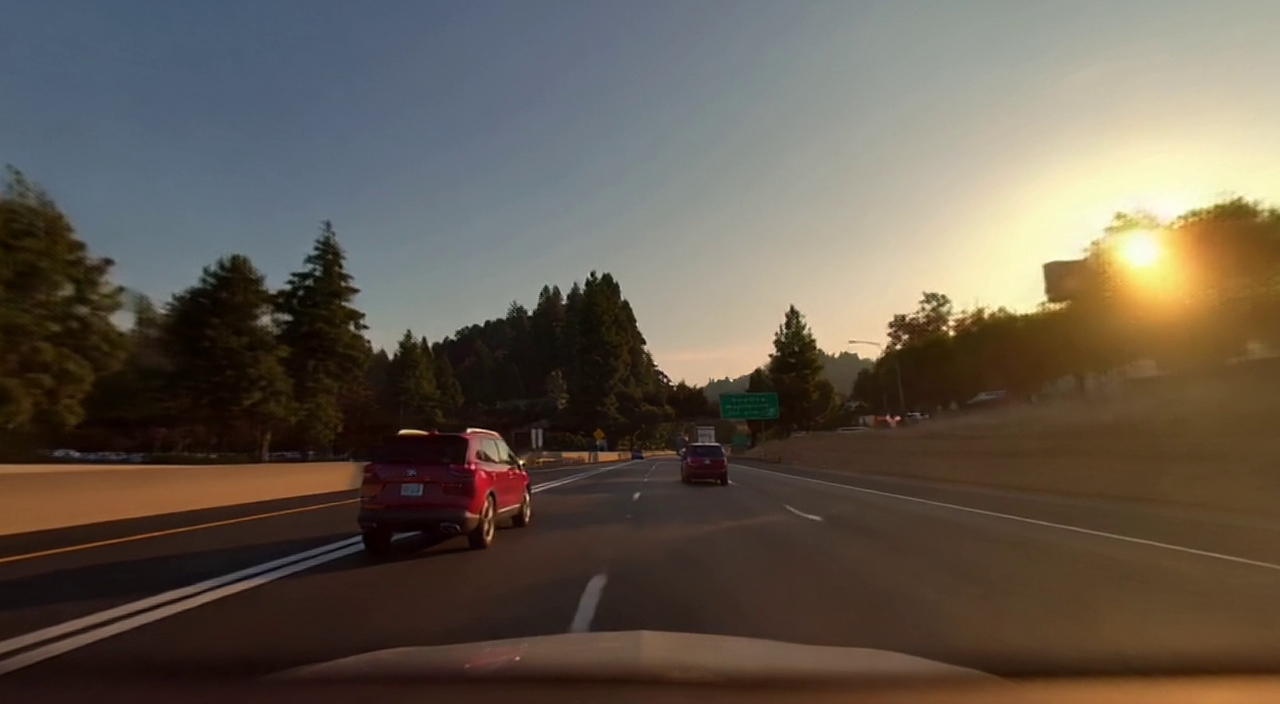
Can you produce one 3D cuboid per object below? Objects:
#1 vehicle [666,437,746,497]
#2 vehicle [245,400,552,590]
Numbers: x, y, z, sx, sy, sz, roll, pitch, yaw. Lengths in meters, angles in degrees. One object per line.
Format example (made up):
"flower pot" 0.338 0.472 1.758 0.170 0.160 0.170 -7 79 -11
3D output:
"vehicle" 1.977 3.641 20.310 2.087 1.682 4.388 0 -9 0
"vehicle" -2.651 1.737 8.433 2.139 1.804 4.611 -1 -9 2
